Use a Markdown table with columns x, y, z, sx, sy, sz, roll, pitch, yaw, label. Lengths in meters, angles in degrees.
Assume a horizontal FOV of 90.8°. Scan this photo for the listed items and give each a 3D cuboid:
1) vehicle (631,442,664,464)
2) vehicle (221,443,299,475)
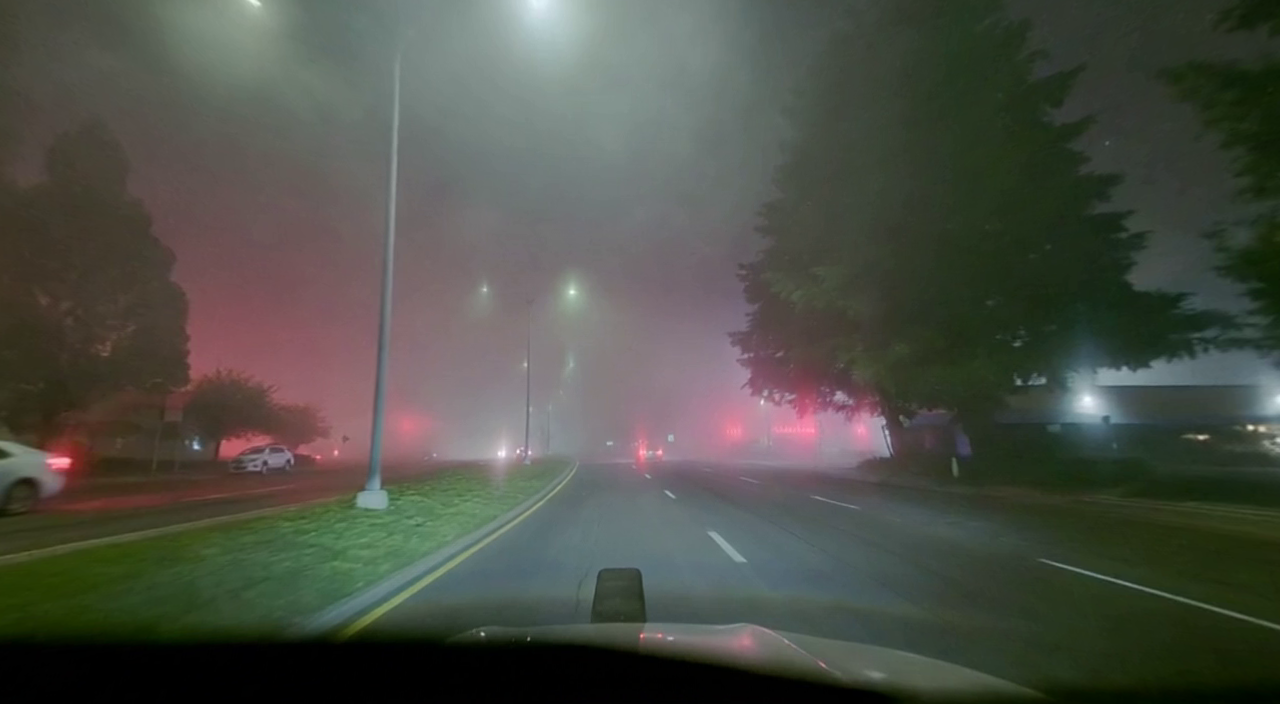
| x | y | z | sx | sy | sz | roll | pitch | yaw | label |
| --- | --- | --- | --- | --- | --- | --- | --- | --- | --- |
| 0.481 | 7.288 | 45.595 | 1.913 | 1.473 | 4.360 | 1 | -9 | -6 | vehicle |
| -21.051 | 5.903 | 35.231 | 1.874 | 1.651 | 4.259 | 0 | -9 | -4 | vehicle |
